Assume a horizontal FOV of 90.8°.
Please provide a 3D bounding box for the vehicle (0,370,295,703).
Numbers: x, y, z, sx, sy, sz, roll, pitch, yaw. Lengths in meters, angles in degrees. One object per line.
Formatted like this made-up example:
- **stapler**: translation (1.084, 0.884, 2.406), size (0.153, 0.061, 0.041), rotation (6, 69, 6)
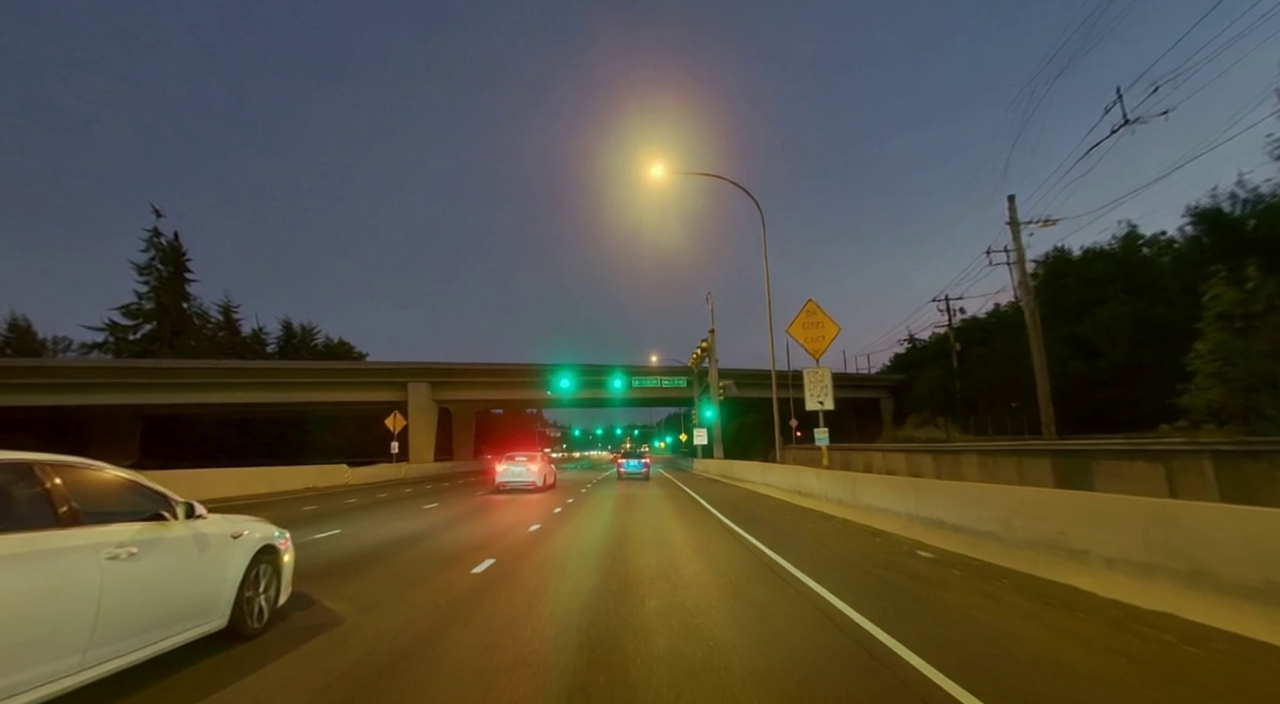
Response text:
- **vehicle**: translation (-3.515, 0.904, 2.437), size (1.925, 1.666, 4.271), rotation (0, -9, 0)

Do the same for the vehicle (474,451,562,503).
- **vehicle**: translation (-3.756, 3.906, 20.213), size (1.946, 1.437, 4.154), rotation (0, -9, 0)

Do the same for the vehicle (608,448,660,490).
- **vehicle**: translation (-0.241, 4.811, 26.257), size (1.985, 1.565, 3.968), rotation (0, -9, -1)
